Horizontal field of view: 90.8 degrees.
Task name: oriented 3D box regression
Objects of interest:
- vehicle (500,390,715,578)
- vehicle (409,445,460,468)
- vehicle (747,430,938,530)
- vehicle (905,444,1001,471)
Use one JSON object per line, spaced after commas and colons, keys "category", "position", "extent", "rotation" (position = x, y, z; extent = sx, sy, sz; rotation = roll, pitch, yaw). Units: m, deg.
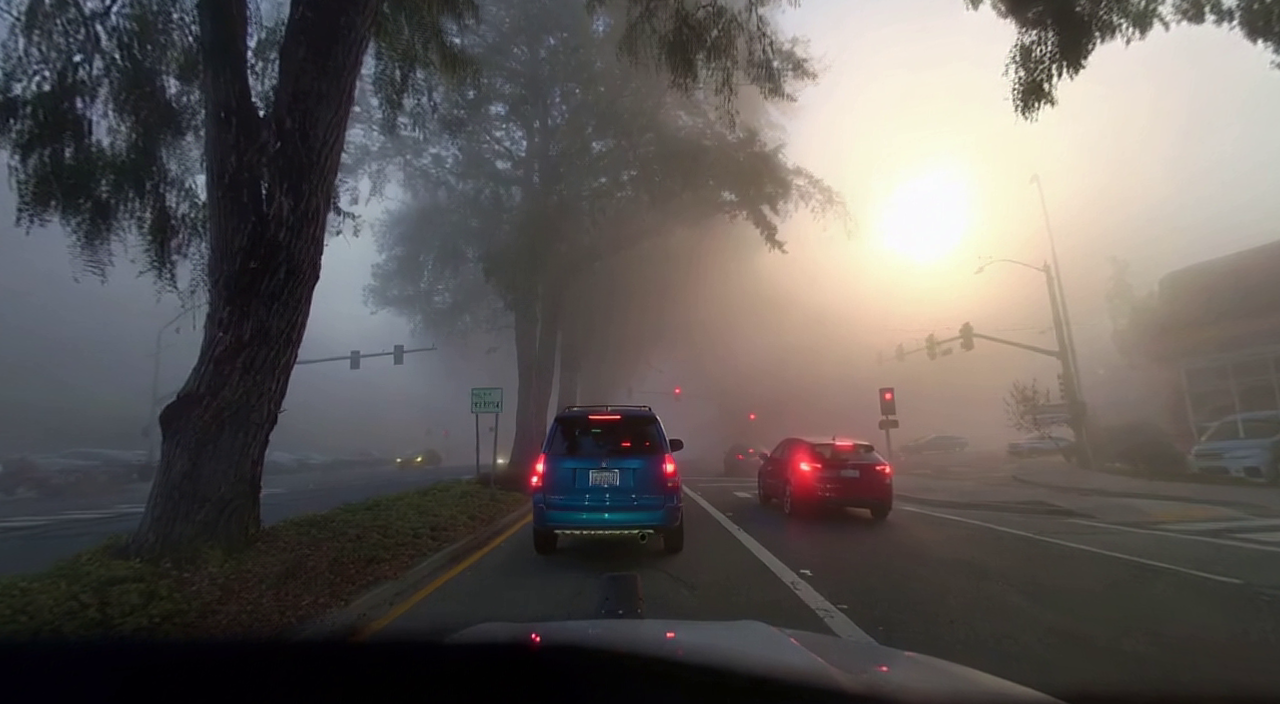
{"category": "vehicle", "position": [-0.304, 1.645, 8.621], "extent": [2.096, 1.837, 4.687], "rotation": [0, -9, 0]}
{"category": "vehicle", "position": [-13.579, 6.904, 41.979], "extent": [1.983, 1.460, 4.456], "rotation": [0, -9, -2]}
{"category": "vehicle", "position": [3.602, 2.375, 12.382], "extent": [2.098, 1.555, 4.778], "rotation": [0, -9, -1]}
{"category": "vehicle", "position": [17.167, 5.773, 34.782], "extent": [4.290, 1.427, 1.751], "rotation": [0, -9, 2]}
